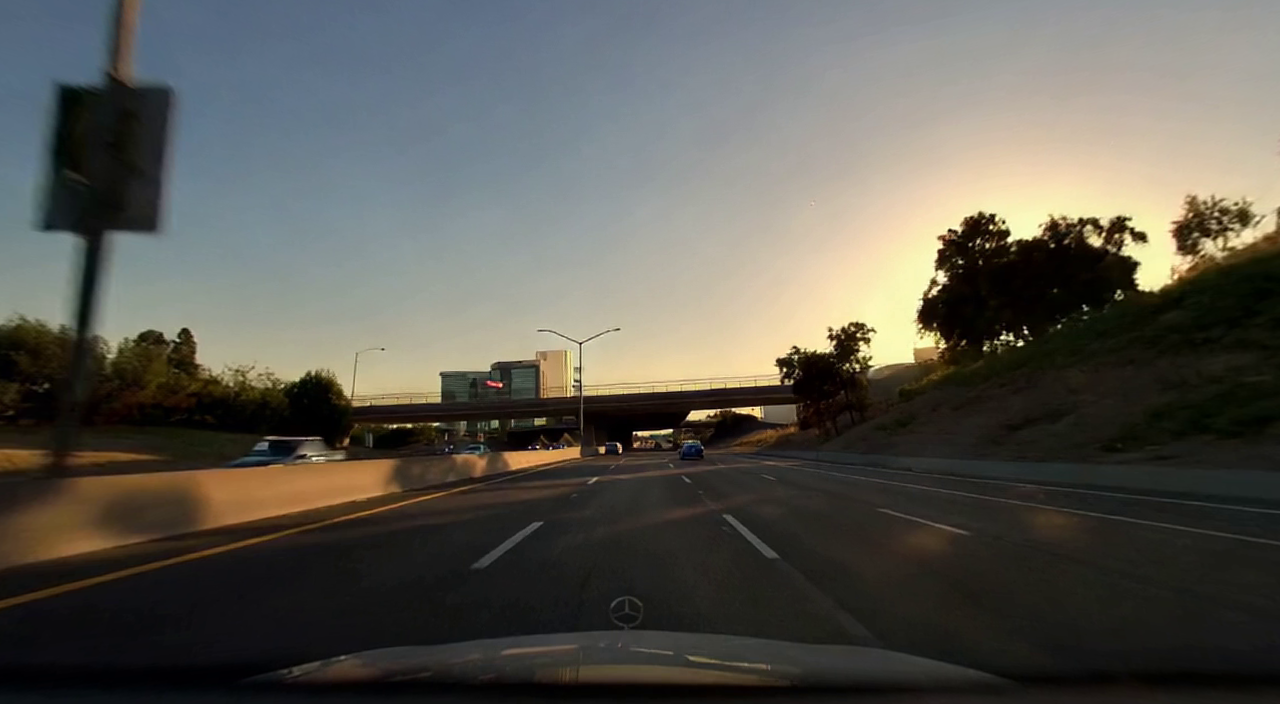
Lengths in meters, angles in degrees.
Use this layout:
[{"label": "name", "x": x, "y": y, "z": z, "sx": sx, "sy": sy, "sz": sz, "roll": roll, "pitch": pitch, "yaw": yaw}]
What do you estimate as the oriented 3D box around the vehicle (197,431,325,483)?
[{"label": "vehicle", "x": -11.075, "y": 3.071, "z": 18.714, "sx": 1.633, "sy": 1.387, "sz": 3.381, "roll": 0, "pitch": -8, "yaw": 0}]
